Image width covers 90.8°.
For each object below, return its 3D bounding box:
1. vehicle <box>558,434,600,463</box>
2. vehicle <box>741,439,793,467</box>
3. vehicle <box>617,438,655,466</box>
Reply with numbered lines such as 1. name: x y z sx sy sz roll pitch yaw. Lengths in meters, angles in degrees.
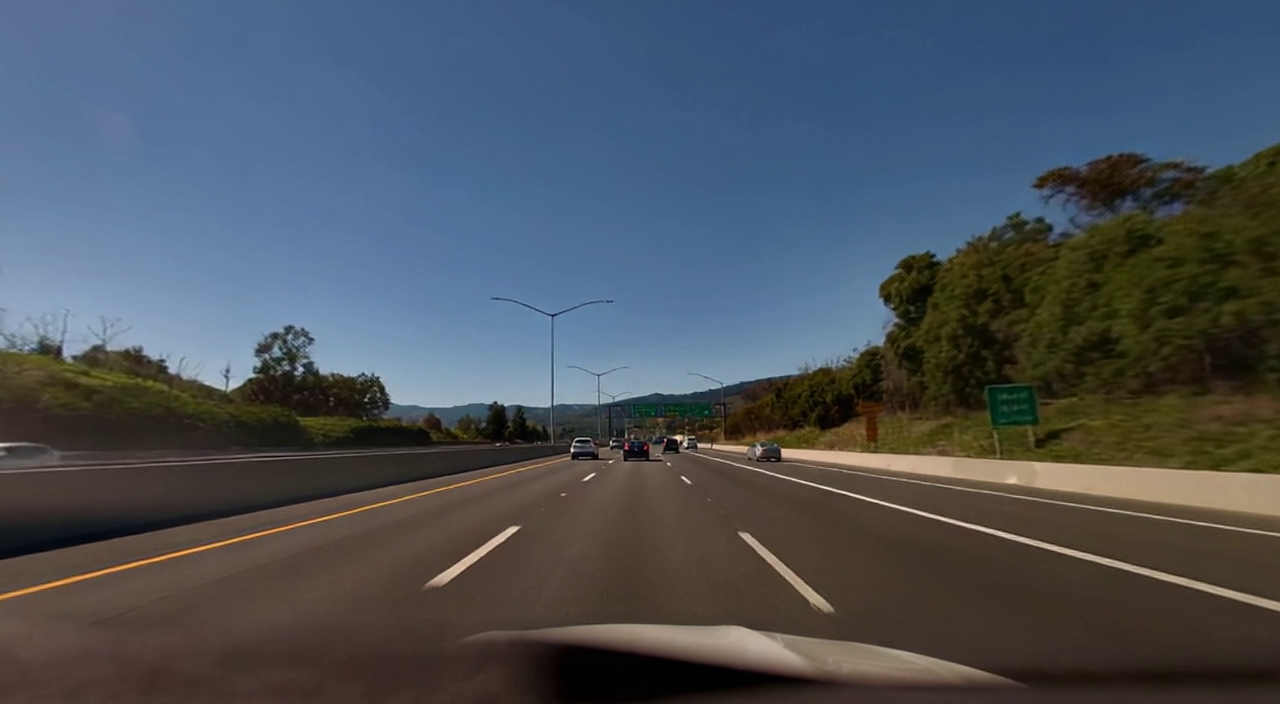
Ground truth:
1. vehicle: -3.790 6.150 40.228 2.123 1.661 4.601 0 -9 1
2. vehicle: 7.136 5.720 35.920 1.935 1.478 4.433 1 -9 -2
3. vehicle: -0.229 5.670 35.895 1.985 1.457 4.227 0 -9 -1
